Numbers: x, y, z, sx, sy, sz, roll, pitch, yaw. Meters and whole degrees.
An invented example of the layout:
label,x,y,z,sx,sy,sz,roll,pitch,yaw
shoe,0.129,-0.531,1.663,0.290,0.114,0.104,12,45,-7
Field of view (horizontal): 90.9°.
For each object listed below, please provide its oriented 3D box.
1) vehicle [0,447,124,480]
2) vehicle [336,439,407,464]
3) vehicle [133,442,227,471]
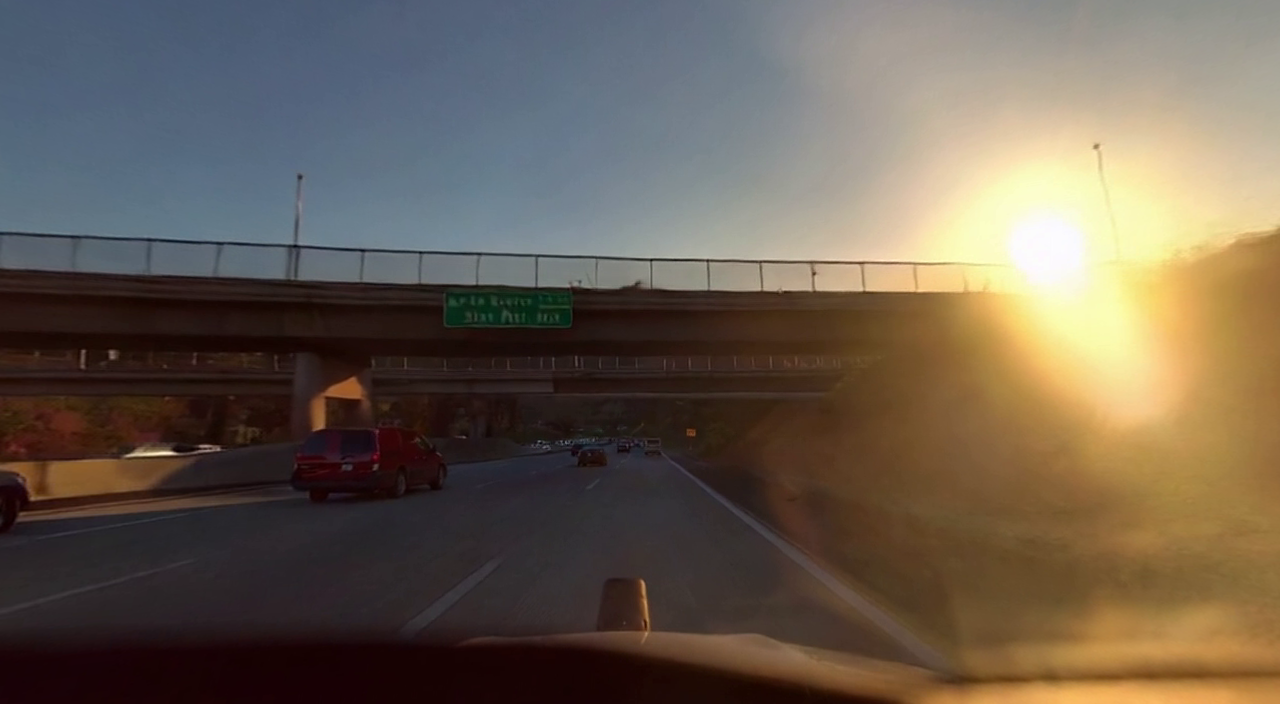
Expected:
label,x,y,z,sx,sy,sz,roll,pitch,yaw
vehicle,-27.415,5.282,30.148,1.826,1.432,4.233,0,-8,1
vehicle,-19.669,7.330,46.611,2.477,1.667,5.834,0,-8,3
vehicle,-28.864,6.555,39.852,2.008,1.707,5.059,0,-8,2
